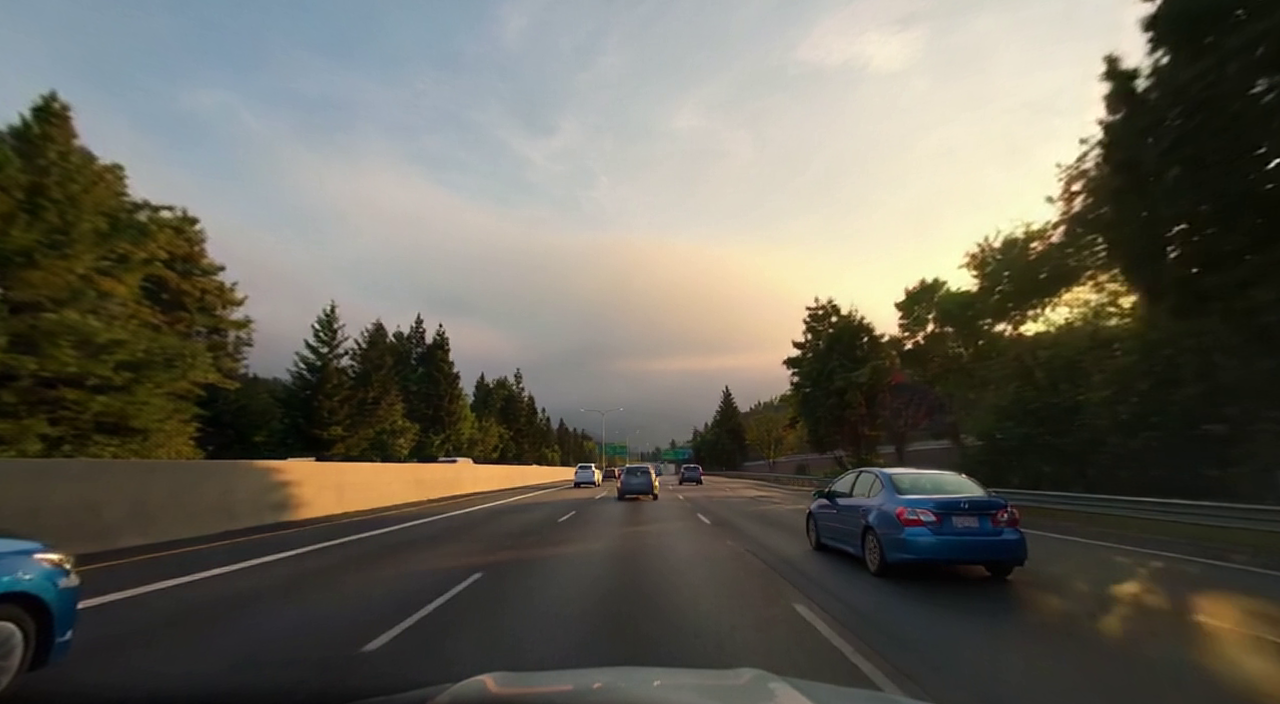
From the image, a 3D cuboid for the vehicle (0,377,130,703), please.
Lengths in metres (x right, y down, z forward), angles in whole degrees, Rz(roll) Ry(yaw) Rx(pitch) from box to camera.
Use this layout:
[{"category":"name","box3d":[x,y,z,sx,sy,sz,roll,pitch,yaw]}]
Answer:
[{"category":"vehicle","box3d":[-3.979,0.664,1.384,1.999,1.659,4.340,1,-10,0]}]

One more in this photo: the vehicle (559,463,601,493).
[{"category":"vehicle","box3d":[-3.594,7.674,38.508,2.021,1.706,4.247,0,-10,1]}]

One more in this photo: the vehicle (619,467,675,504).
[{"category":"vehicle","box3d":[0.299,5.759,27.485,2.241,1.425,3.973,1,-10,0]}]

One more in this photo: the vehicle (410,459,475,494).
[{"category":"vehicle","box3d":[-11.558,7.329,37.270,2.143,1.845,4.823,0,-10,2]}]

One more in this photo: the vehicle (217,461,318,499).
[{"category":"vehicle","box3d":[-19.392,6.680,33.143,1.960,1.786,5.223,0,-10,2]}]

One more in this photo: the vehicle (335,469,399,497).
[{"category":"vehicle","box3d":[-15.627,7.500,36.253,1.847,1.472,3.787,0,-10,1]}]

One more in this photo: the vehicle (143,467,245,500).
[{"category":"vehicle","box3d":[-23.183,6.834,33.022,1.946,1.549,4.551,1,-10,1]}]

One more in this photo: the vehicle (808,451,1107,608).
[{"category":"vehicle","box3d":[3.771,2.170,8.408,1.938,1.561,3.786,1,-10,-1]}]
